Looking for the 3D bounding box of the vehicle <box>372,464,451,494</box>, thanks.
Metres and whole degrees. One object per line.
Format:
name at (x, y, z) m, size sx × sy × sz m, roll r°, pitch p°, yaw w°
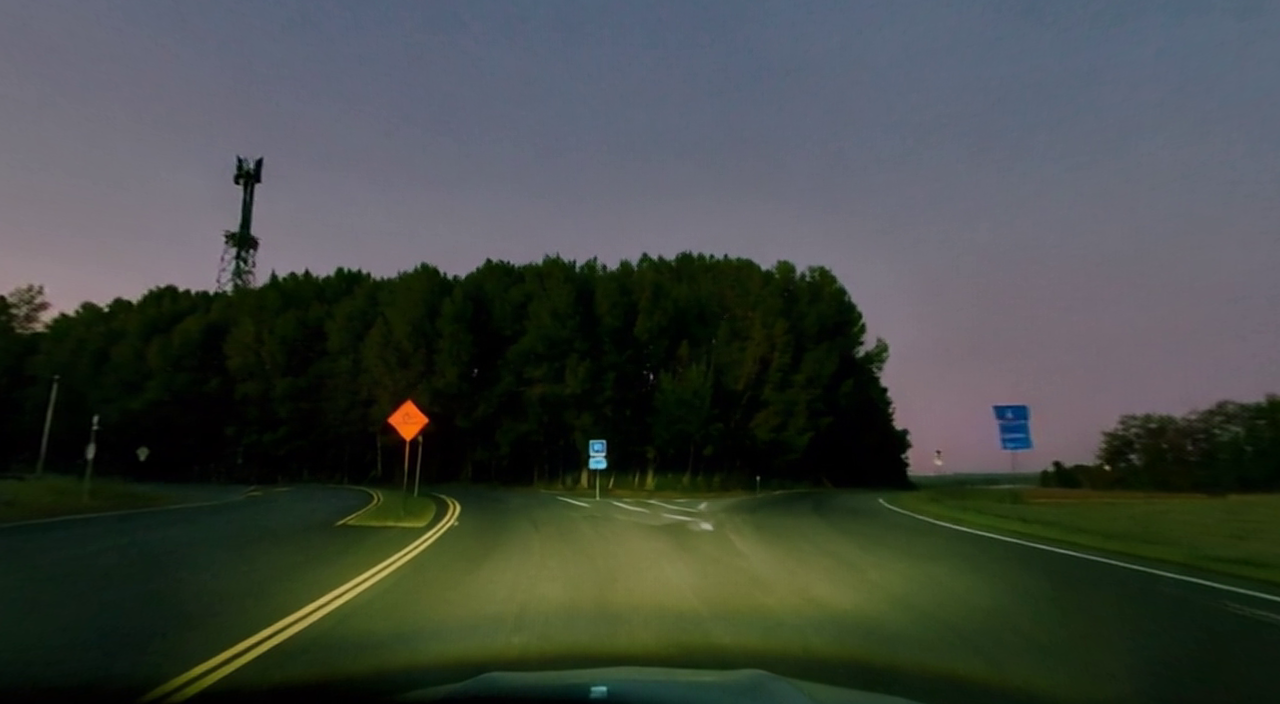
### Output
vehicle at (-13.041, 7.281, 36.203) m, size 1.889 × 1.583 × 3.992 m, roll -4°, pitch -12°, yaw 25°
